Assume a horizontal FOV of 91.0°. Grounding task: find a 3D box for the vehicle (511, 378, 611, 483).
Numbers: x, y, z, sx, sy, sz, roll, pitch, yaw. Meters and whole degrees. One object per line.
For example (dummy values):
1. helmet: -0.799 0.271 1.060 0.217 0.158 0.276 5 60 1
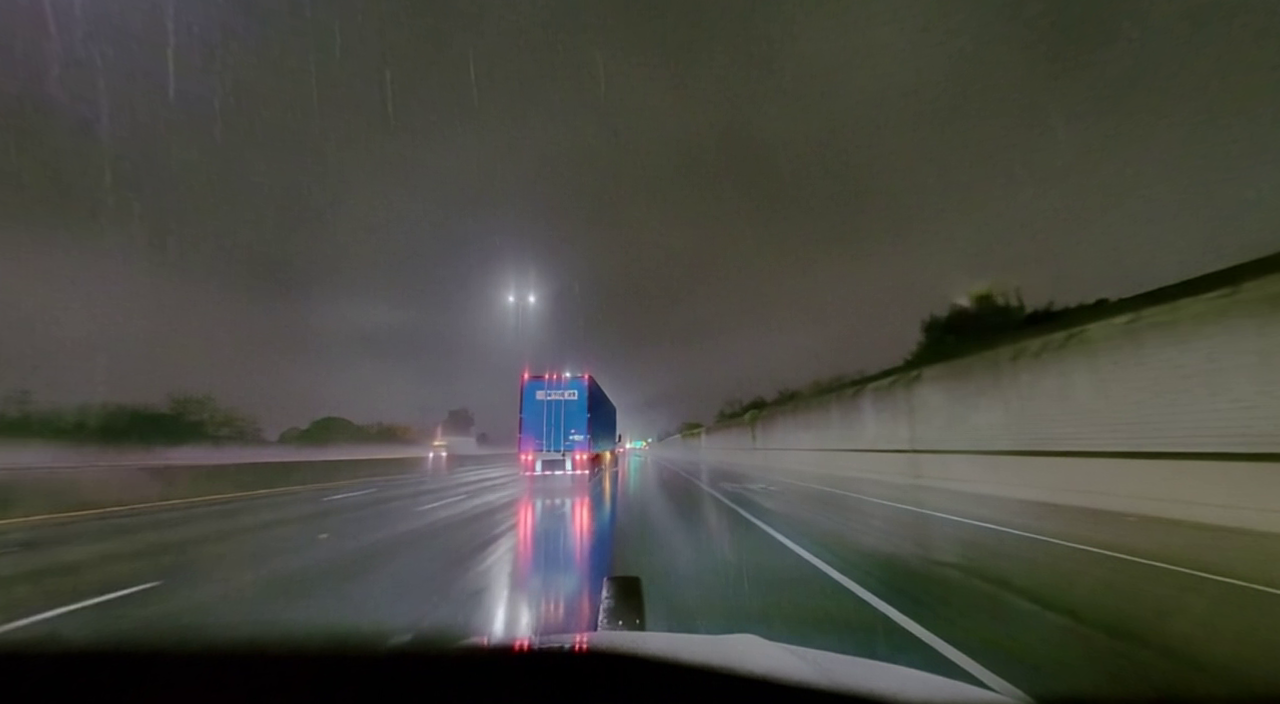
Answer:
1. vehicle: -3.206 3.792 29.314 3.059 3.956 11.036 0 -9 1
